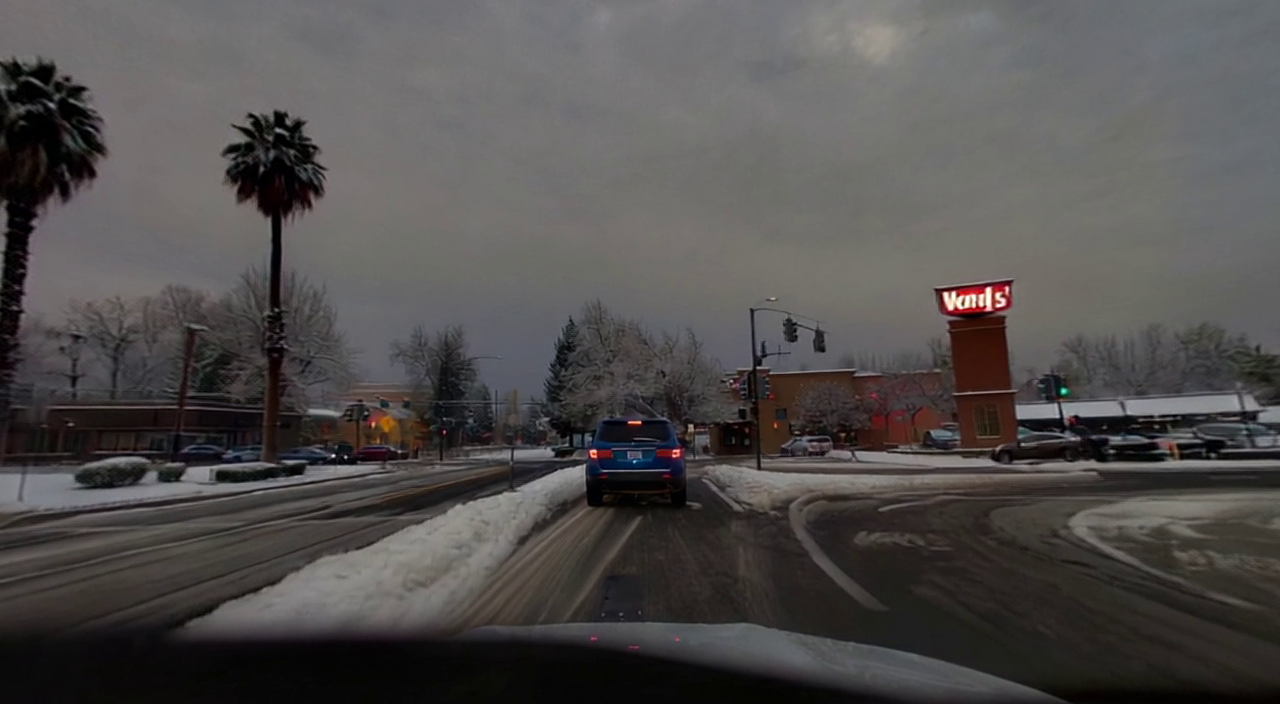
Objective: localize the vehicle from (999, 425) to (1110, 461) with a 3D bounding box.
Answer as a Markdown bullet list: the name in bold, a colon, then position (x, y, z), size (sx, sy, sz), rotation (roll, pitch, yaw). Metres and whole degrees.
- **vehicle**: position (21.761, 4.813, 33.348), size (4.641, 1.778, 1.958), rotation (-5, -10, 32)

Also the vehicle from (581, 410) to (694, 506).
- **vehicle**: position (-0.035, 2.499, 15.206), size (2.263, 1.932, 4.709), rotation (0, -8, 0)

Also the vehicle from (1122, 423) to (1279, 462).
- **vehicle**: position (28.816, 4.714, 32.761), size (5.809, 1.839, 1.957), rotation (-6, -10, 34)

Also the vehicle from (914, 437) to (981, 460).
- **vehicle**: position (20.514, 6.416, 42.124), size (3.809, 1.435, 1.690), rotation (-5, -10, 31)

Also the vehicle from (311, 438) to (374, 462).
- **vehicle**: position (-22.247, 7.295, 47.147), size (4.790, 1.687, 1.969), rotation (-6, -10, 33)

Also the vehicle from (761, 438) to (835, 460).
- **vehicle**: position (11.069, 6.778, 44.380), size (4.665, 1.467, 1.833), rotation (-6, -10, 34)
